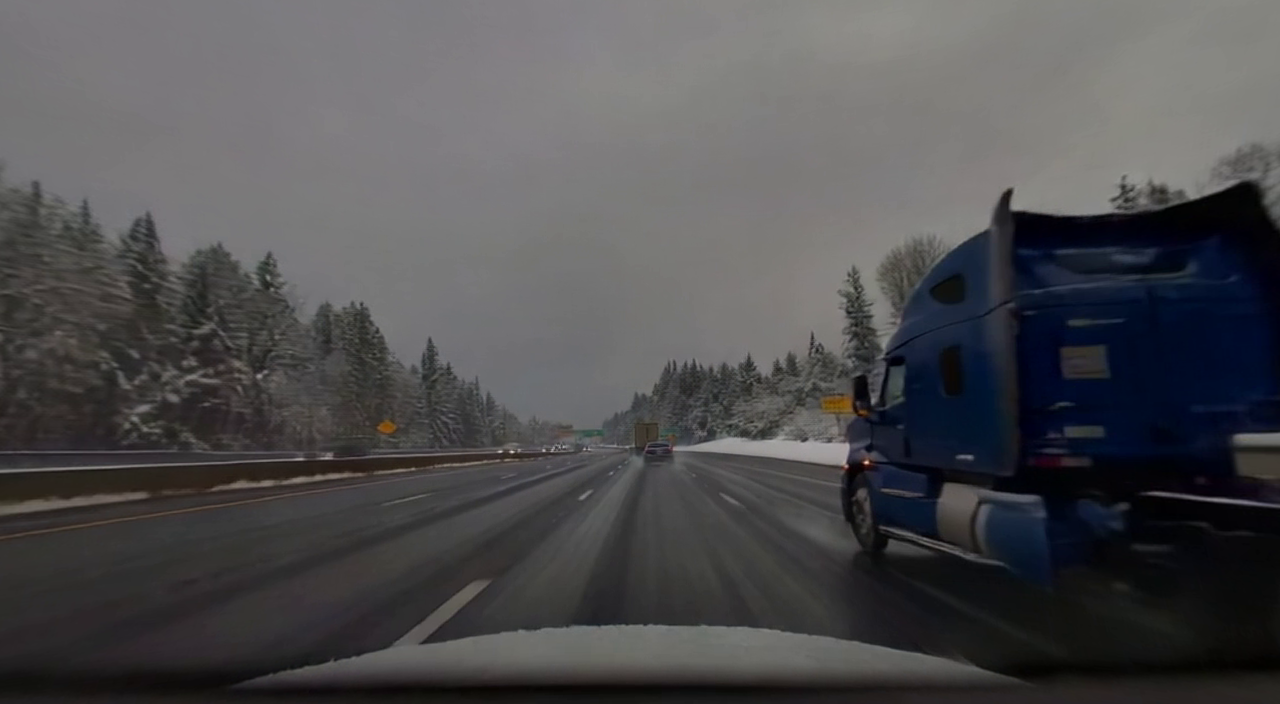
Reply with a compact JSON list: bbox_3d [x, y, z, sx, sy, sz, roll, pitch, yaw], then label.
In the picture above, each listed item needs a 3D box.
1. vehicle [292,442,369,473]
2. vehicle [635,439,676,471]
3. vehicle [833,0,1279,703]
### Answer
[{"bbox_3d":[-17.030,5.795,34.977,1.888,1.562,4.490,0,-8,1],"label":"vehicle"},{"bbox_3d":[0.761,5.411,33.373,2.042,1.528,4.300,0,-8,0],"label":"vehicle"},{"bbox_3d":[4.069,-0.074,3.848,3.071,3.888,8.330,0,-8,0],"label":"vehicle"}]
